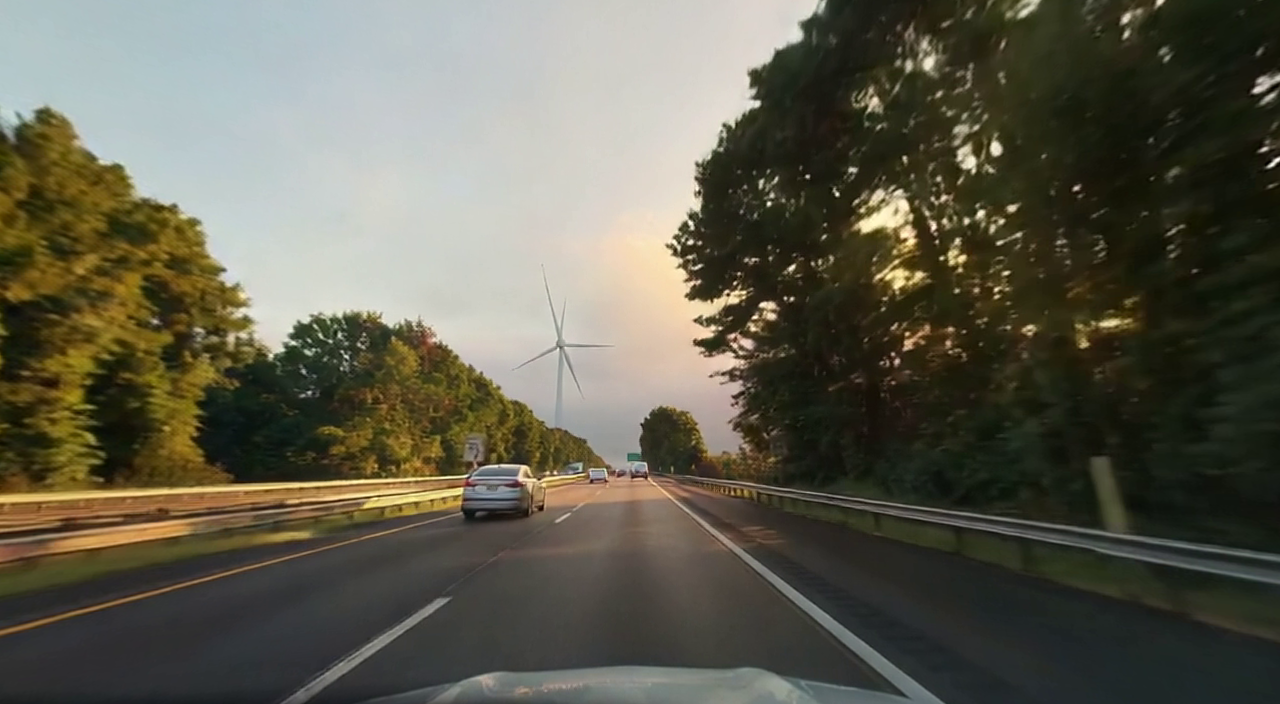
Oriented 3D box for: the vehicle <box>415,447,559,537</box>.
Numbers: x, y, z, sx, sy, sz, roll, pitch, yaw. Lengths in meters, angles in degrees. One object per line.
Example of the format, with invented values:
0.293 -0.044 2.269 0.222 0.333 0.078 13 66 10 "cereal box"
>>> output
-3.266 3.144 14.517 2.124 1.705 4.440 1 -11 1 "vehicle"
